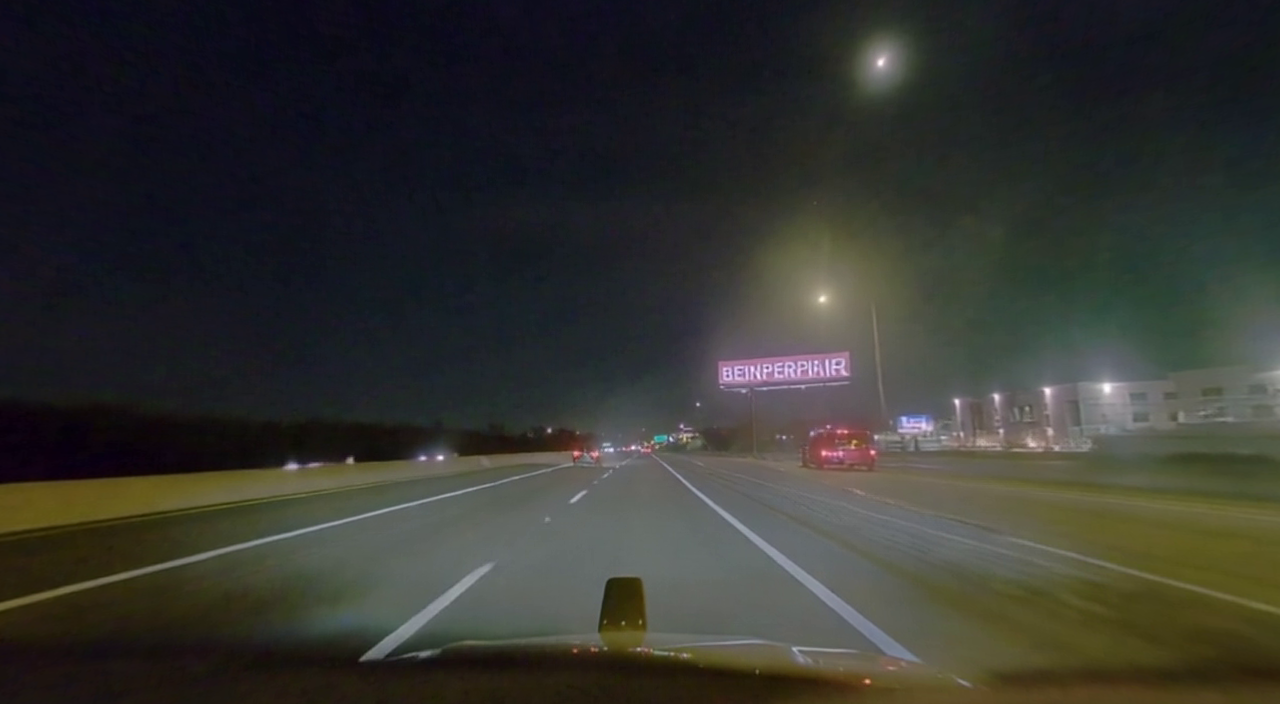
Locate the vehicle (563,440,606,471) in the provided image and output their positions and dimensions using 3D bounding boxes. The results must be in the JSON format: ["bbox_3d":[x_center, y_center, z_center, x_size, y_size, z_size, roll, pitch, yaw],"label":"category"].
[{"bbox_3d":[-3.397,6.504,39.879,2.159,1.793,5.027,-1,-9,1],"label":"vehicle"}]

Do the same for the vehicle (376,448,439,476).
[{"bbox_3d":[-13.788,6.519,37.678,1.932,1.501,4.484,-1,-9,1],"label":"vehicle"}]

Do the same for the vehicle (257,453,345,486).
[{"bbox_3d":[-16.814,5.819,31.541,1.946,1.470,4.333,-1,-9,1],"label":"vehicle"}]
